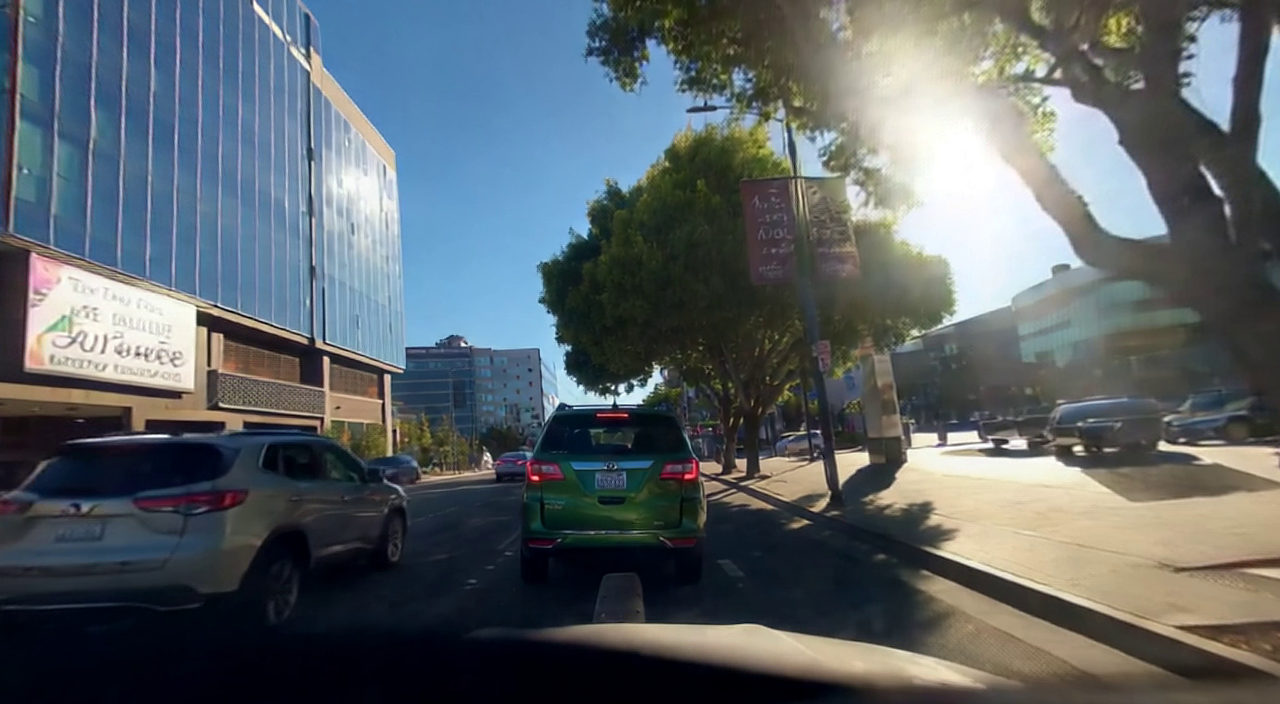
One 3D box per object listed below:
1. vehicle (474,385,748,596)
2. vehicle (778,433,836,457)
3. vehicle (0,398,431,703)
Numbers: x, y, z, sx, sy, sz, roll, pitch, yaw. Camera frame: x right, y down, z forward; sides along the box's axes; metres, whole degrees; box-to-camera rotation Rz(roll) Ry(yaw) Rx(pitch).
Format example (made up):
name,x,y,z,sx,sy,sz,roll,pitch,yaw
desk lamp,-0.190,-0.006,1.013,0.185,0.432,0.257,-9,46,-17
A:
name,x,y,z,sx,sy,sz,roll,pitch,yaw
vehicle,-0.352,1.595,8.132,2.531,1.930,4.382,0,-8,-2
vehicle,10.524,5.856,39.620,1.877,1.416,3.965,-8,-11,42
vehicle,-3.477,1.391,5.434,1.971,1.658,4.428,0,-8,-2
